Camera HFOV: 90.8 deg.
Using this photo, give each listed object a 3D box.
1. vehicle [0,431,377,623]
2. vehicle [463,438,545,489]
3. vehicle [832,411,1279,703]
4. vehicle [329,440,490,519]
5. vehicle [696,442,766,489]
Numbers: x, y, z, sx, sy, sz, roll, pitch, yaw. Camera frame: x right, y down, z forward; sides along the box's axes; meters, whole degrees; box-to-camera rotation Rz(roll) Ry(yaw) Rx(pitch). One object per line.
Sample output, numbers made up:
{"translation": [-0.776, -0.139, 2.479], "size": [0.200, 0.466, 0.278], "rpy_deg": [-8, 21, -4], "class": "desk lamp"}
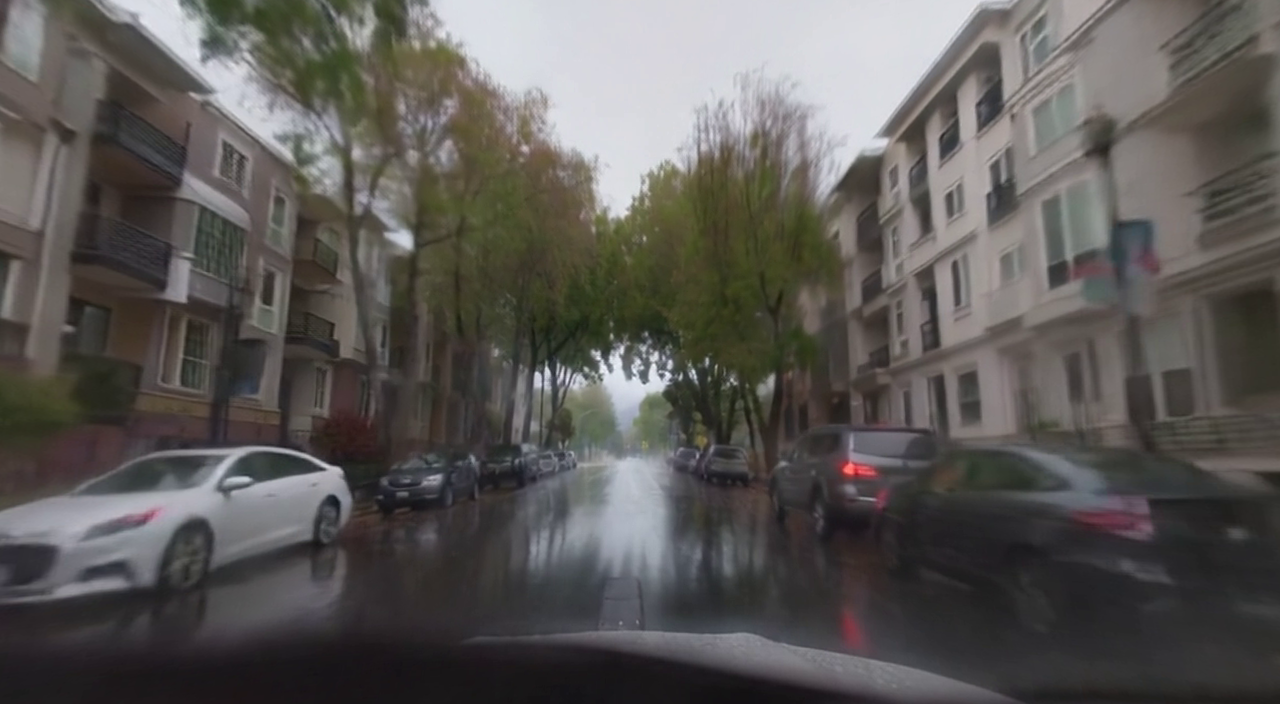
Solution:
{"translation": [-5.649, 1.937, 8.249], "size": [2.256, 1.590, 5.488], "rpy_deg": [-2, -8, -2], "class": "vehicle"}
{"translation": [-5.908, 4.898, 28.192], "size": [2.499, 2.008, 5.293], "rpy_deg": [0, -8, 0], "class": "vehicle"}
{"translation": [3.553, 1.497, 5.793], "size": [1.988, 1.652, 5.017], "rpy_deg": [0, -8, 0], "class": "vehicle"}
{"translation": [-6.046, 3.373, 17.526], "size": [2.431, 1.718, 5.431], "rpy_deg": [-3, -8, 0], "class": "vehicle"}
{"translation": [3.803, 4.843, 27.412], "size": [2.137, 1.848, 4.953], "rpy_deg": [0, -8, -2], "class": "vehicle"}
